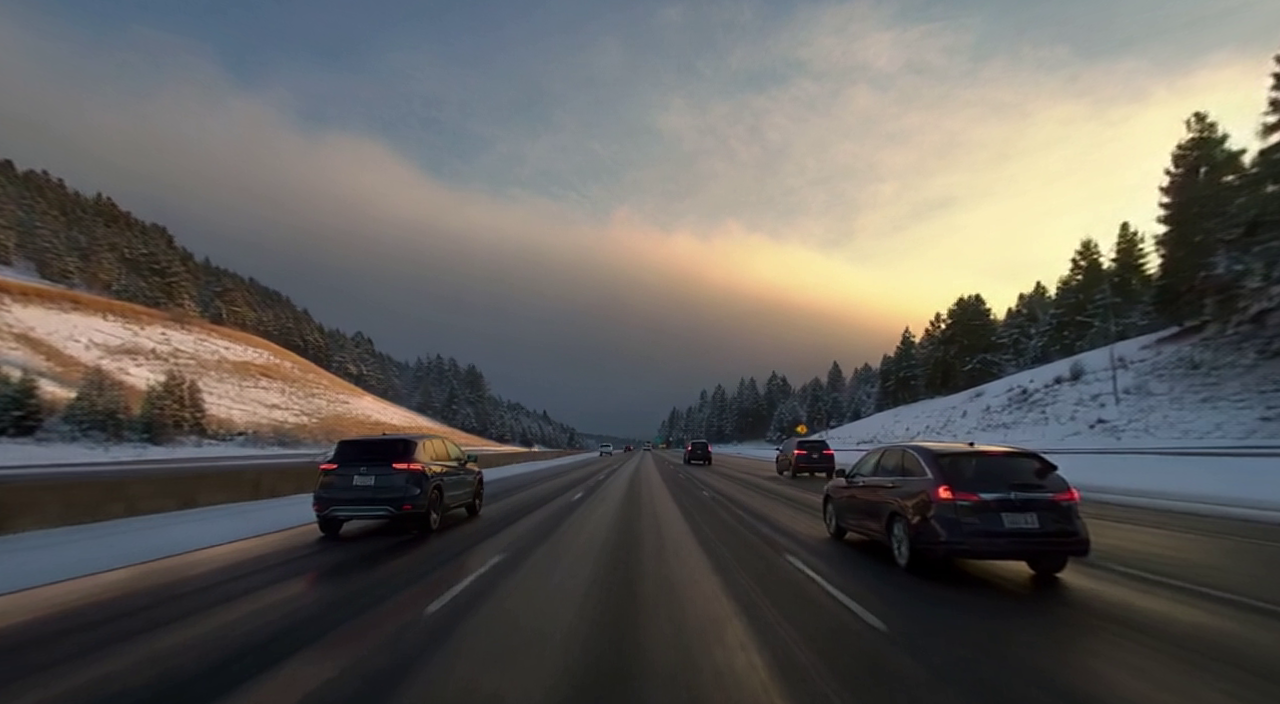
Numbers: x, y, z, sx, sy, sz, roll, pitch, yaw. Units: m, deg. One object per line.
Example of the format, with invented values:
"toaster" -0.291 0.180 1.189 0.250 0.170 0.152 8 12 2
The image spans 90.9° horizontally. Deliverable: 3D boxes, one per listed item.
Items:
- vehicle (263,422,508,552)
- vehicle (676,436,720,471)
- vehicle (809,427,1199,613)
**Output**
"vehicle" -3.799 2.095 10.496 2.166 1.672 4.388 0 -8 1
"vehicle" 3.397 6.083 37.849 2.121 1.925 5.056 0 -8 0
"vehicle" 3.516 1.679 7.288 1.941 1.481 4.300 0 -8 0
